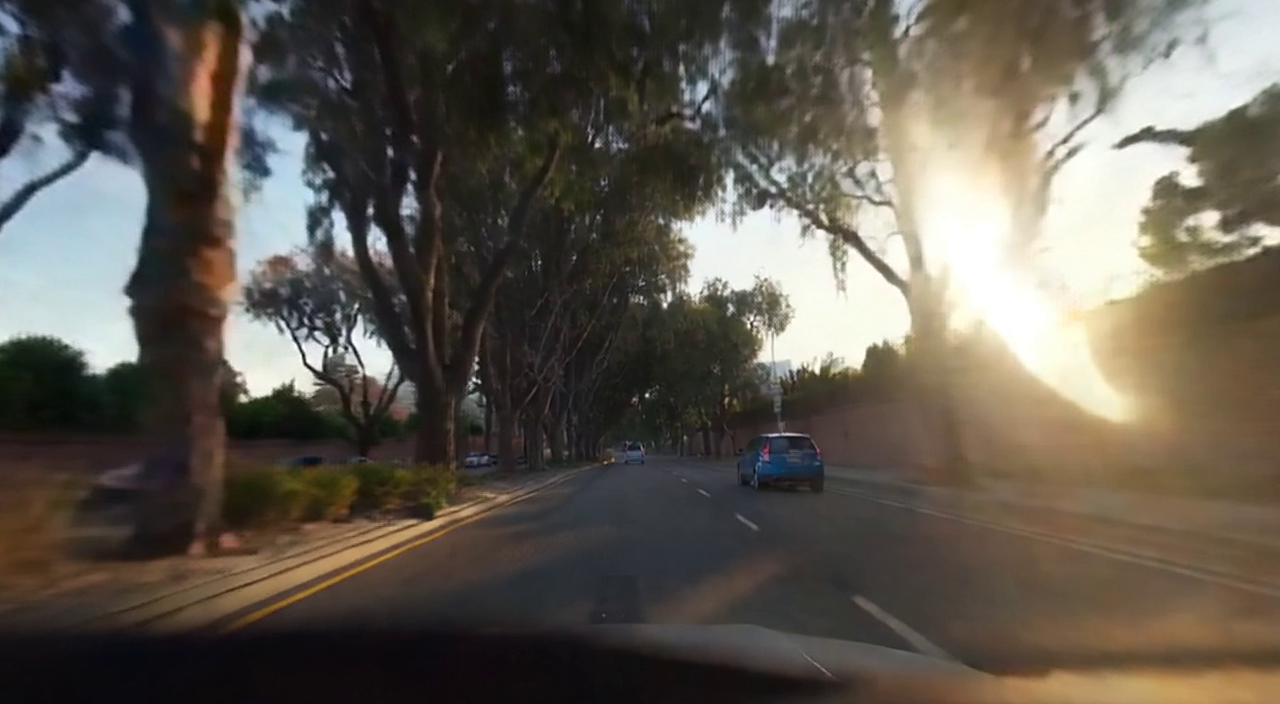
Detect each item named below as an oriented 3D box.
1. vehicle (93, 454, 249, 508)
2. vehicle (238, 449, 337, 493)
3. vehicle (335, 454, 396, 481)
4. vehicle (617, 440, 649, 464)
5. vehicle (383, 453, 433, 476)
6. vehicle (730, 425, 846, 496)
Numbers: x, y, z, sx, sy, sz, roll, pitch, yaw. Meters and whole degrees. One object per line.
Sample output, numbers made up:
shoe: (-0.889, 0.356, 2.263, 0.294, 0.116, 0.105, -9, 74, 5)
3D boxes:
vehicle: (-17.342, 4.745, 23.773, 2.184, 1.697, 4.826, -1, -8, 0)
vehicle: (-17.513, 5.881, 31.759, 2.352, 1.857, 4.893, -3, -9, -2)
vehicle: (-17.124, 7.214, 39.633, 1.933, 1.494, 4.259, -1, -8, -1)
vehicle: (-0.536, 7.735, 49.043, 2.391, 1.739, 3.837, -1, -8, 0)
vehicle: (-17.431, 8.432, 47.706, 2.099, 1.558, 4.533, -1, -8, 0)
vehicle: (4.049, 3.053, 18.174, 2.155, 1.752, 4.456, -1, -8, -1)
